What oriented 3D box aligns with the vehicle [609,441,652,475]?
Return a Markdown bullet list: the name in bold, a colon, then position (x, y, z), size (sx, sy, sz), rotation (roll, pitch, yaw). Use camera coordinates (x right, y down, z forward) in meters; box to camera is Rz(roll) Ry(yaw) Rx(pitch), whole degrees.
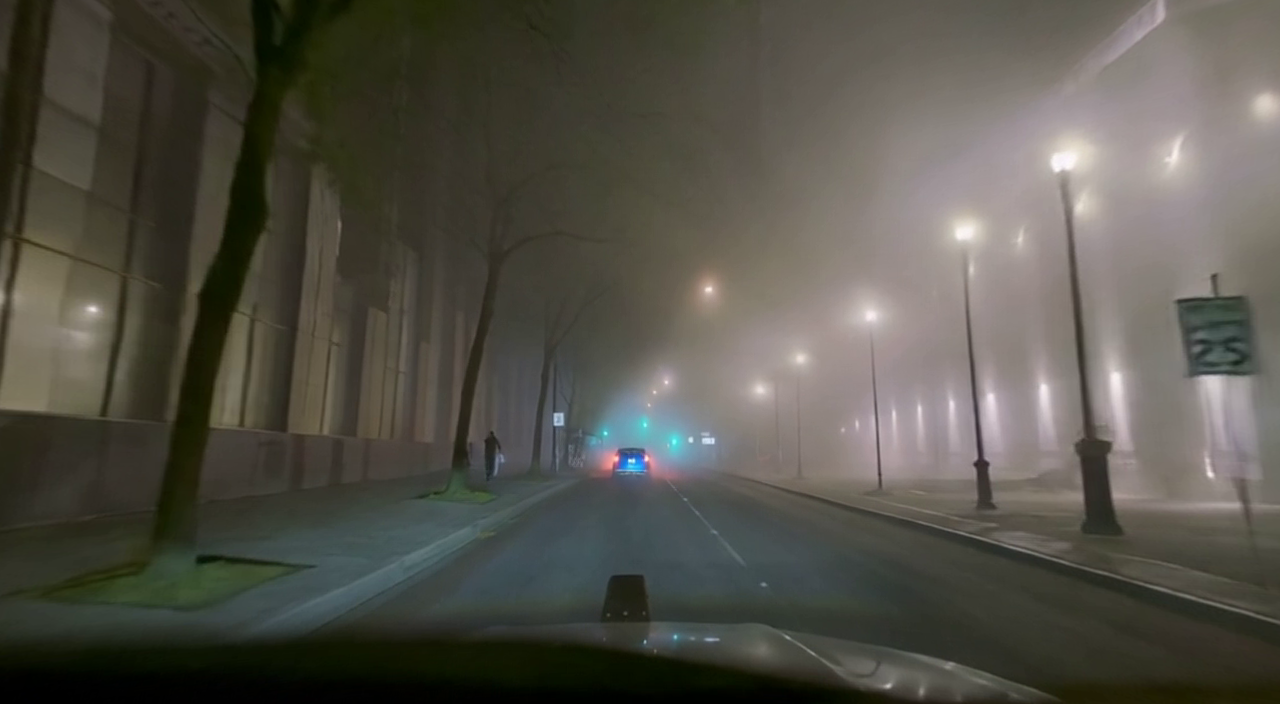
- **vehicle**: position (-0.467, 5.356, 32.067), size (2.079, 1.621, 3.861), rotation (0, -9, -1)
